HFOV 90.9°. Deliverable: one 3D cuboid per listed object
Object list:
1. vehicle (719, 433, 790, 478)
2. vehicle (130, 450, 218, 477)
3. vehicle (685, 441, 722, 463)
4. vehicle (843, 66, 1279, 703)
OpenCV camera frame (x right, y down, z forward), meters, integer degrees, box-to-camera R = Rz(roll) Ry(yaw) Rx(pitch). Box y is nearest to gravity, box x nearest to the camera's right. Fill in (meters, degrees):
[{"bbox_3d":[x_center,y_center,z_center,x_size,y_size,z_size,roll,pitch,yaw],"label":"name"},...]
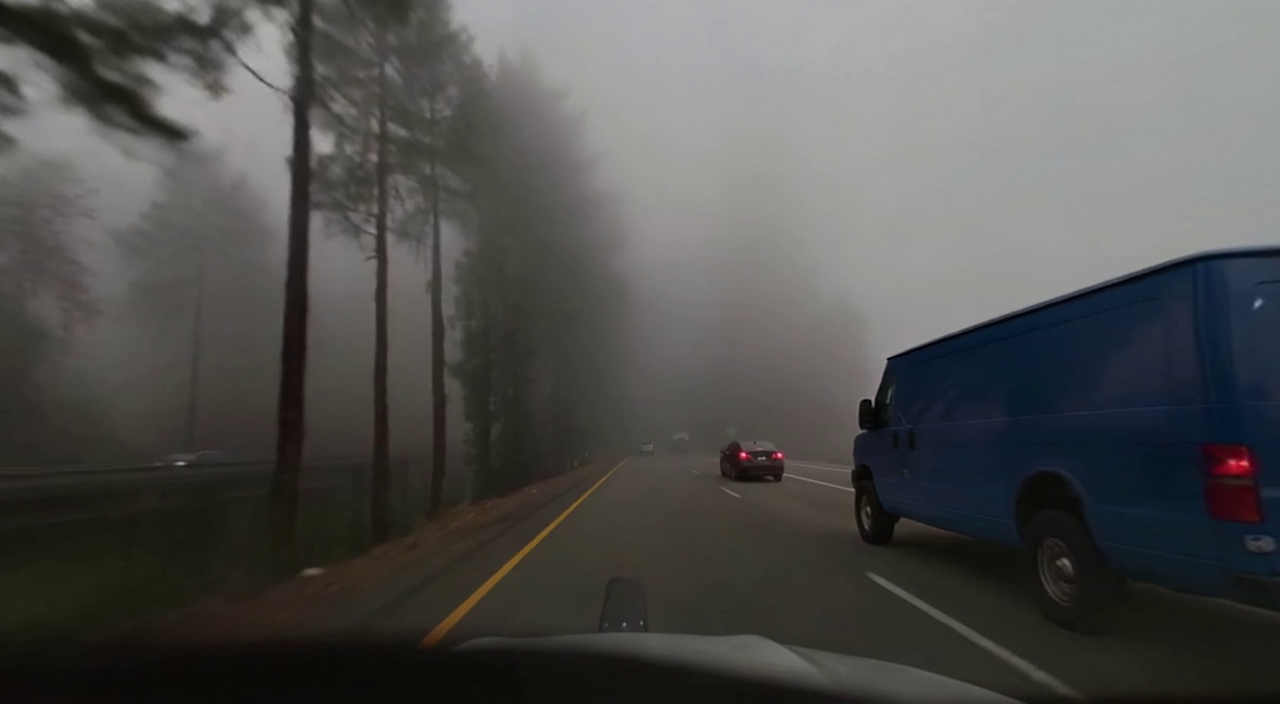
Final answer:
[{"bbox_3d":[4.508,4.140,25.528,2.034,1.651,4.342,0,-8,0],"label":"vehicle"},{"bbox_3d":[-27.654,6.604,37.639,1.949,1.459,4.287,0,-8,0],"label":"vehicle"},{"bbox_3d":[4.406,6.977,44.318,2.050,1.448,4.123,0,-8,-1],"label":"vehicle"},{"bbox_3d":[3.634,0.598,4.745,2.302,2.670,5.912,0,-8,1],"label":"vehicle"}]
